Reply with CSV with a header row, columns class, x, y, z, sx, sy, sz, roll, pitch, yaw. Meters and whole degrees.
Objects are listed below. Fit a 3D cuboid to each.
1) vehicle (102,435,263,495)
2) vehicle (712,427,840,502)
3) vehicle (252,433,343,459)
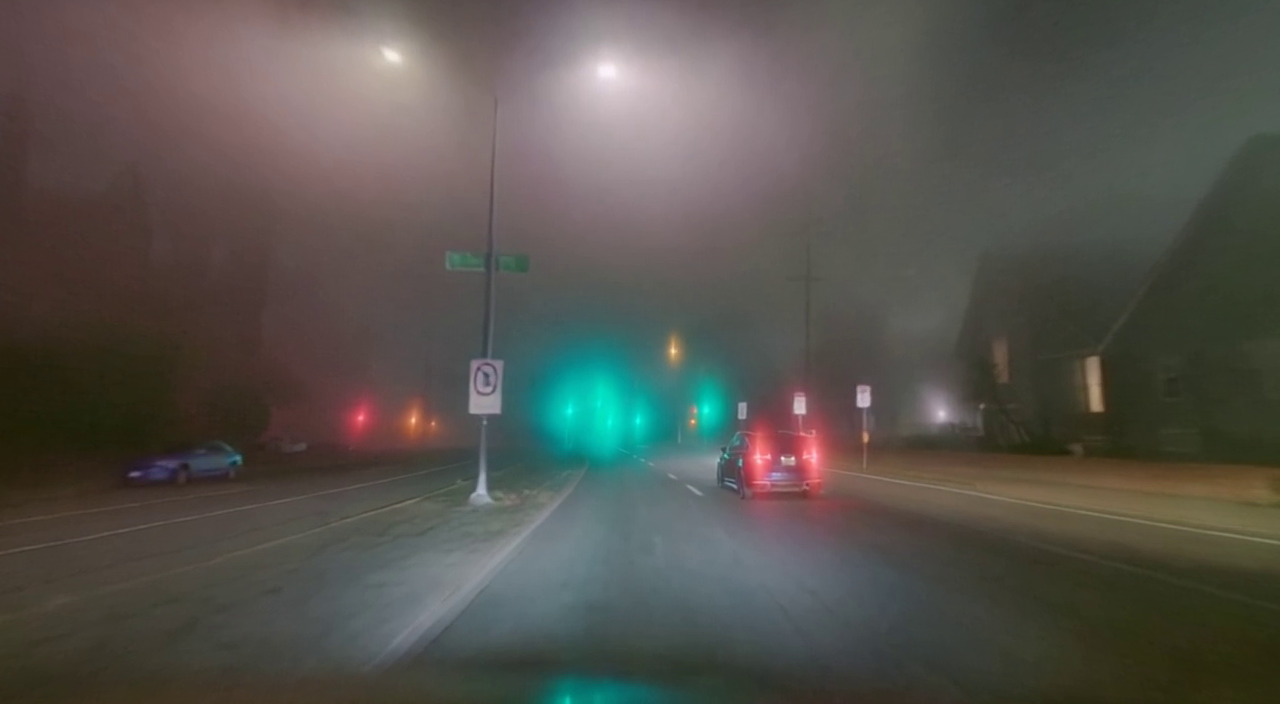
class,x,y,z,sx,sy,sz,roll,pitch,yaw
vehicle,-14.065,3.474,19.787,1.949,1.642,4.376,0,-9,-4
vehicle,2.925,2.539,14.570,1.960,1.479,4.086,0,-9,-1
vehicle,-21.946,6.070,40.569,4.717,1.615,2.014,2,-9,-12
